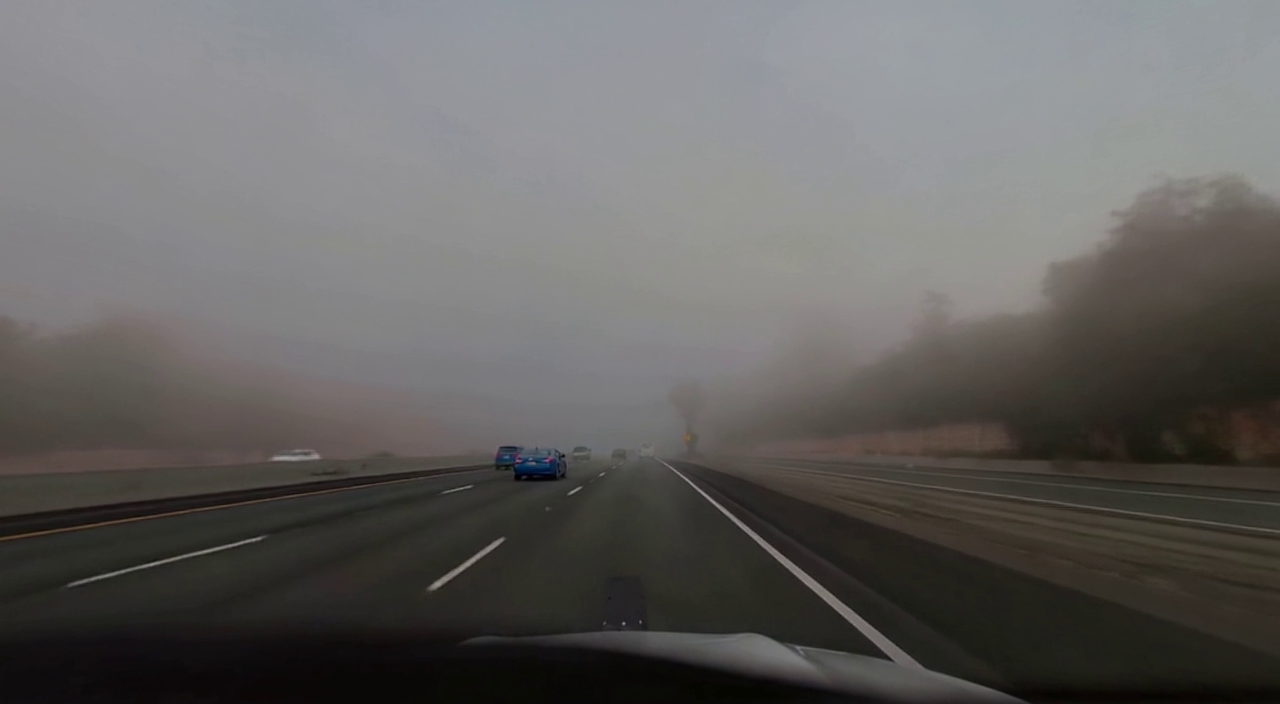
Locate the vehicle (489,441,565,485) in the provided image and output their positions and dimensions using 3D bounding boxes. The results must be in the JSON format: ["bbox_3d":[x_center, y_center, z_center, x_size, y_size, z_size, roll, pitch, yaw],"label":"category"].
[{"bbox_3d":[-4.299,4.304,24.881,2.081,1.514,4.943,0,-8,0],"label":"vehicle"}]

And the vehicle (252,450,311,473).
[{"bbox_3d":[-24.191,7.373,42.695,1.838,1.403,3.672,0,-8,0],"label":"vehicle"}]
